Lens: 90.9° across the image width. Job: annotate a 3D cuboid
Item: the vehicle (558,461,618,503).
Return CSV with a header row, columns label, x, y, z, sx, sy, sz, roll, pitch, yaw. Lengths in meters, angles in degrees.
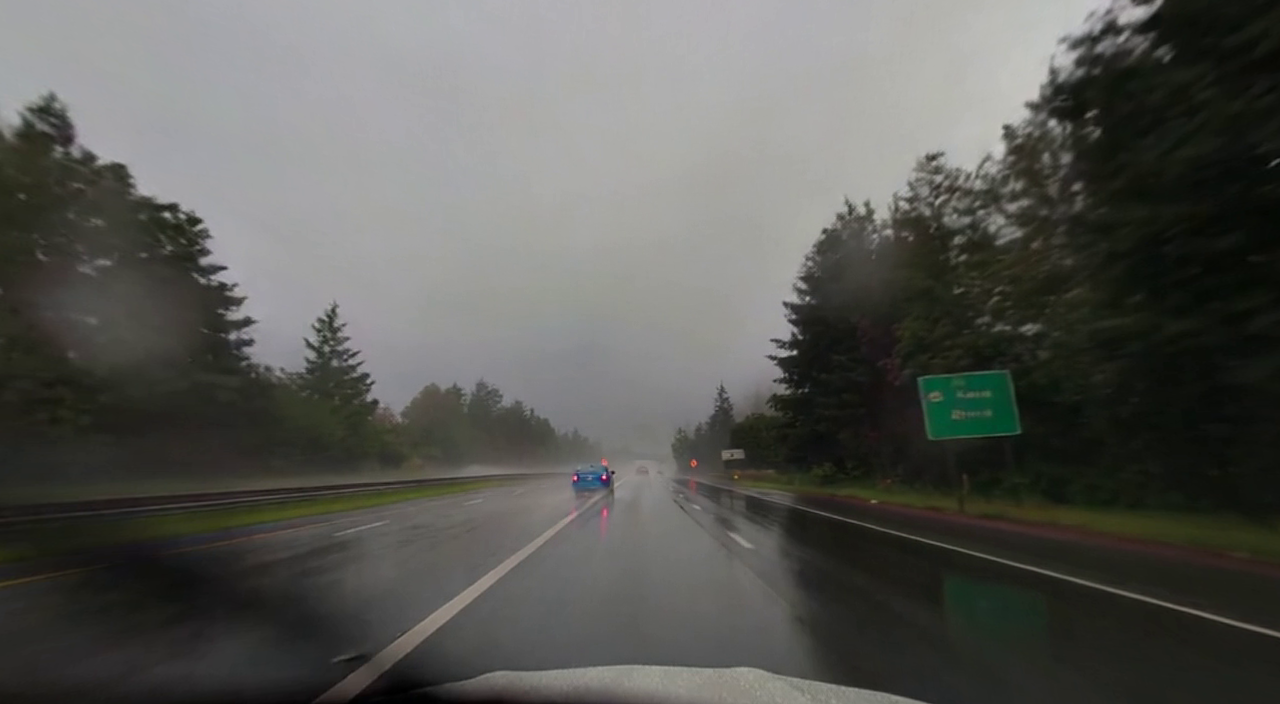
label,x,y,z,sx,sy,sz,roll,pitch,yaw
vehicle,-2.066,5.311,25.996,2.016,1.530,4.009,1,-10,1
